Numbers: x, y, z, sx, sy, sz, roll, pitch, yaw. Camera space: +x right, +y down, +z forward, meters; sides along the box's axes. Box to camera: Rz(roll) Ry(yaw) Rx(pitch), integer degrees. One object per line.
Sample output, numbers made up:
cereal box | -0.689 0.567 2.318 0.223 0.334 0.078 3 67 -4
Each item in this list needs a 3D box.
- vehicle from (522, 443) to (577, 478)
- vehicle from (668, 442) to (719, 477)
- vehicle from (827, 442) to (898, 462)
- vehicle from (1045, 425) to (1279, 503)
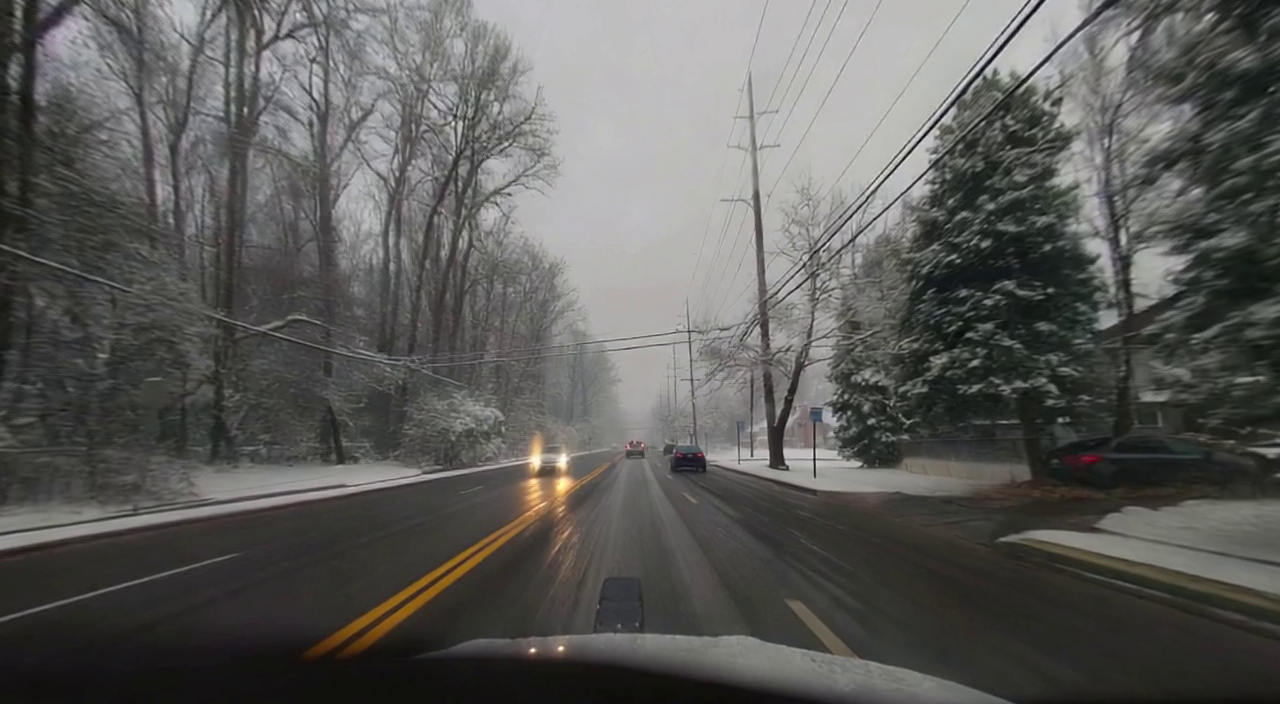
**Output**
vehicle | -4.155 5.031 29.392 1.959 1.494 3.875 0 -8 0
vehicle | 2.362 4.854 28.717 1.975 1.497 3.647 0 -8 -1
vehicle | 16.727 7.553 47.456 4.672 1.463 1.863 0 -8 0
vehicle | 11.638 2.299 13.134 4.870 1.480 2.070 0 -8 2
